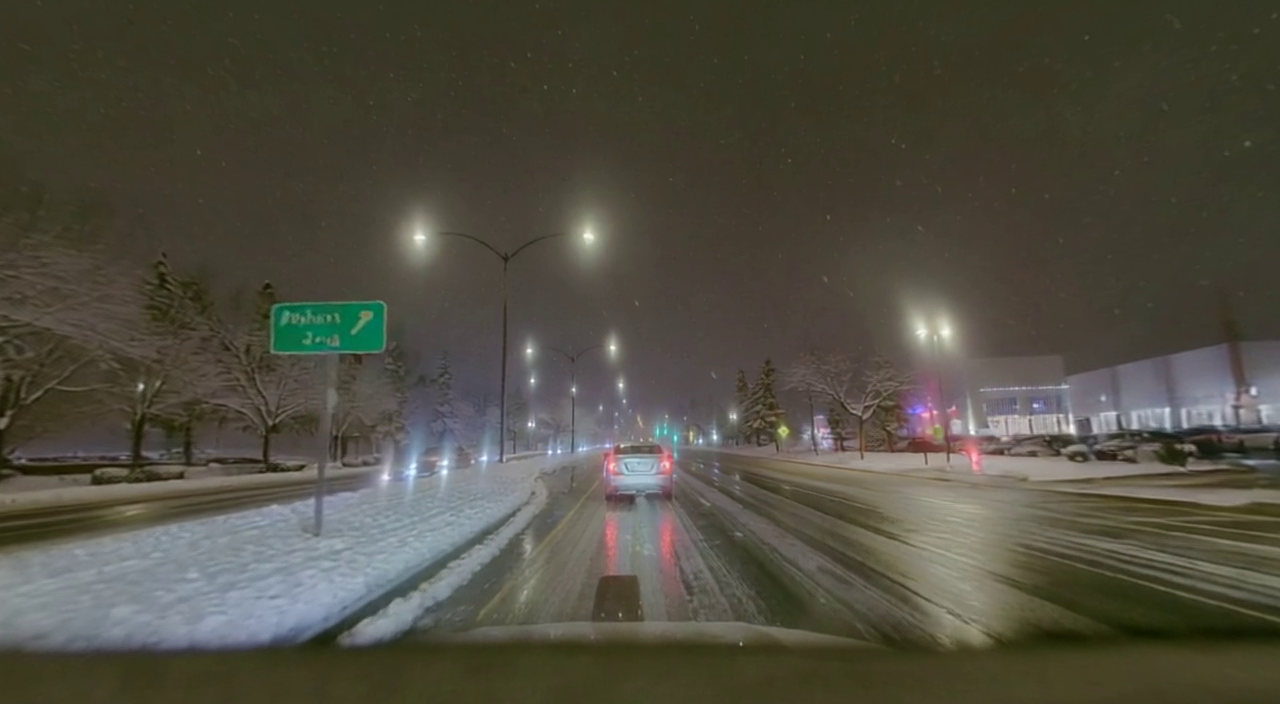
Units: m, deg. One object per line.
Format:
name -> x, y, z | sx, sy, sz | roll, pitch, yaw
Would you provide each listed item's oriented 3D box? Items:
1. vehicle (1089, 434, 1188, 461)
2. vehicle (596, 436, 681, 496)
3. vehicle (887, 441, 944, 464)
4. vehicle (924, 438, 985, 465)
vehicle -> 32.198, 6.172, 40.768 | 4.711, 1.670, 1.950 | 0, -7, 0
vehicle -> -0.071, 3.136, 17.719 | 2.126, 1.475, 3.967 | 0, -8, -1
vehicle -> 19.582, 7.168, 44.994 | 2.010, 1.492, 4.553 | 1, -9, 0
vehicle -> 22.308, 7.048, 44.893 | 2.038, 1.673, 4.389 | -2, -8, 0
